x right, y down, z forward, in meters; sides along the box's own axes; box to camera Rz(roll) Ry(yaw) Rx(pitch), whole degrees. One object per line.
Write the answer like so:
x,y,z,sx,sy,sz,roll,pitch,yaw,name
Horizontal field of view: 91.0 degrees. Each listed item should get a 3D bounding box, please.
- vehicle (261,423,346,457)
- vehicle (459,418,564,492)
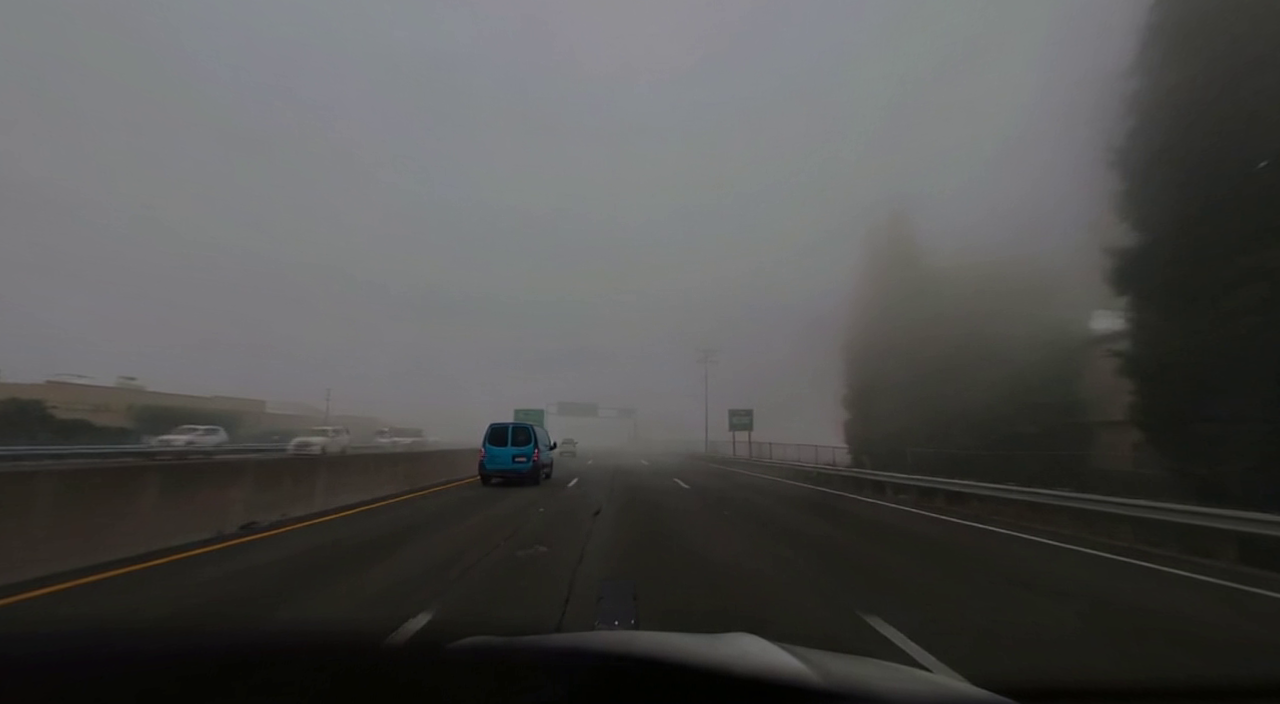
-16.575,4.384,31.297,1.752,1.504,4.652,0,-8,-2,vehicle
-3.653,3.027,18.893,2.260,1.901,4.665,0,-8,-1,vehicle
